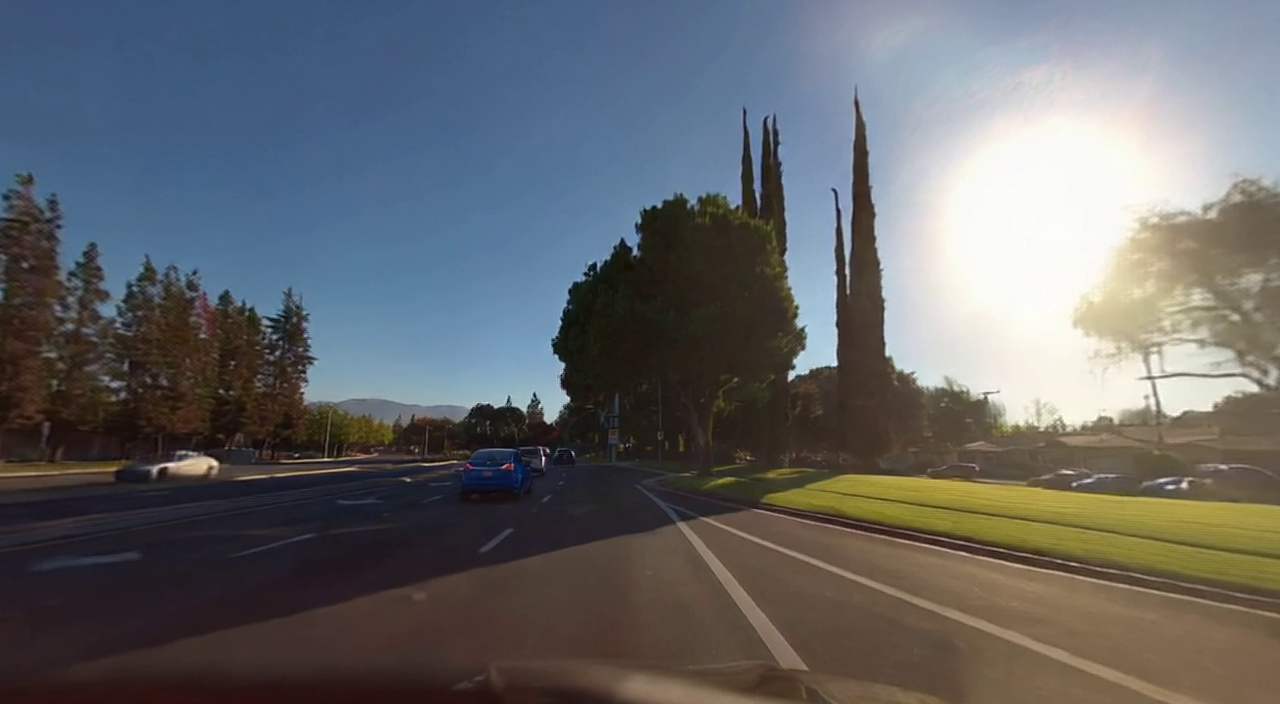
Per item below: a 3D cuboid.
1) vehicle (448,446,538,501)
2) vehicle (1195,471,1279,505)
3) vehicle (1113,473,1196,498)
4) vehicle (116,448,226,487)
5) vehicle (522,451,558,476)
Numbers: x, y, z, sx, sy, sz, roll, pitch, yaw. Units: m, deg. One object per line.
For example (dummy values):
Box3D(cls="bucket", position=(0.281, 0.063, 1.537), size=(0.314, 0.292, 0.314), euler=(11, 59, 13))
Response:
Box3D(cls="vehicle", position=(-4.746, 3.952, 21.083), size=(2.098, 1.613, 4.606), euler=(0, -8, -3))
Box3D(cls="vehicle", position=(37.086, 8.188, 38.238), size=(1.973, 1.671, 5.072), euler=(1, -9, -6))
Box3D(cls="vehicle", position=(36.074, 9.345, 44.427), size=(1.721, 1.487, 4.510), euler=(1, -9, -6))
Box3D(cls="vehicle", position=(-20.661, 5.063, 28.072), size=(1.844, 1.582, 4.218), euler=(0, -8, -4))
Box3D(cls="vehicle", position=(-6.340, 7.101, 40.425), size=(1.904, 1.476, 3.736), euler=(0, -8, -4))
